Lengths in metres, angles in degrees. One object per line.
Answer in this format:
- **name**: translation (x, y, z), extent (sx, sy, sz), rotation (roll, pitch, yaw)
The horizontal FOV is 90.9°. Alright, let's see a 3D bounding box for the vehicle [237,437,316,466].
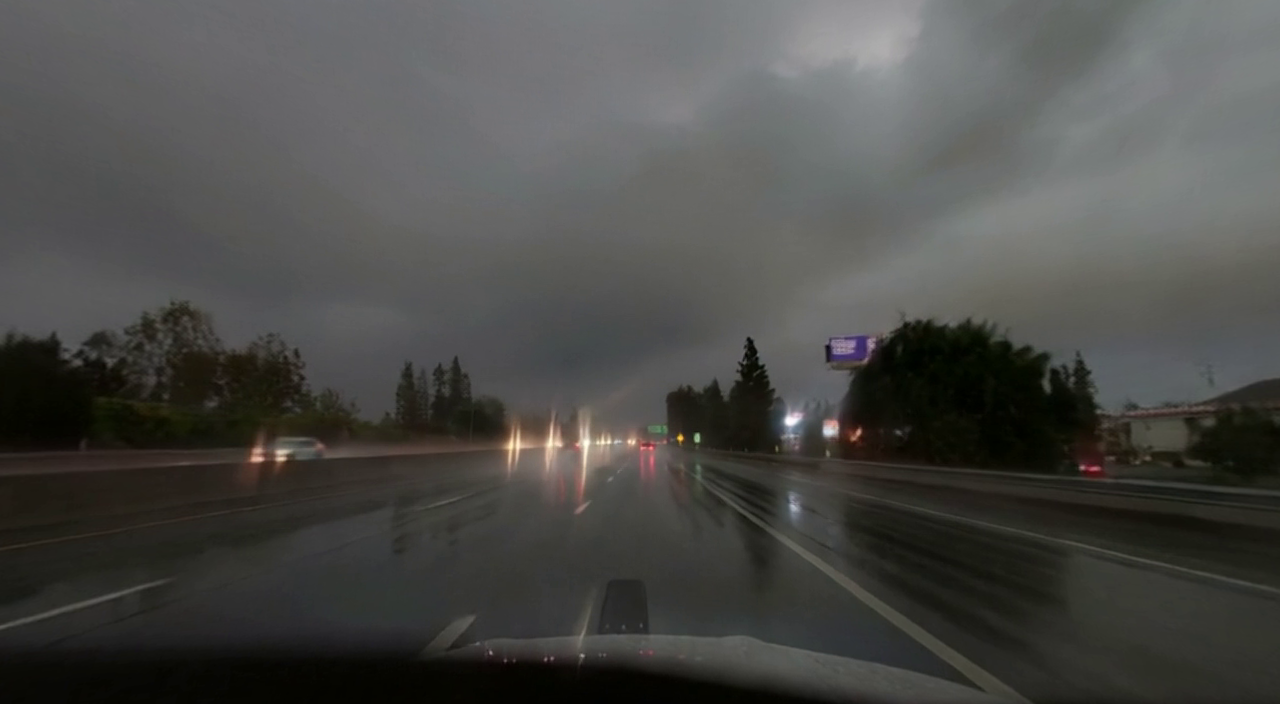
- **vehicle**: translation (-22.003, 6.038, 38.376), extent (2.142, 1.689, 4.325), rotation (0, -8, 2)
